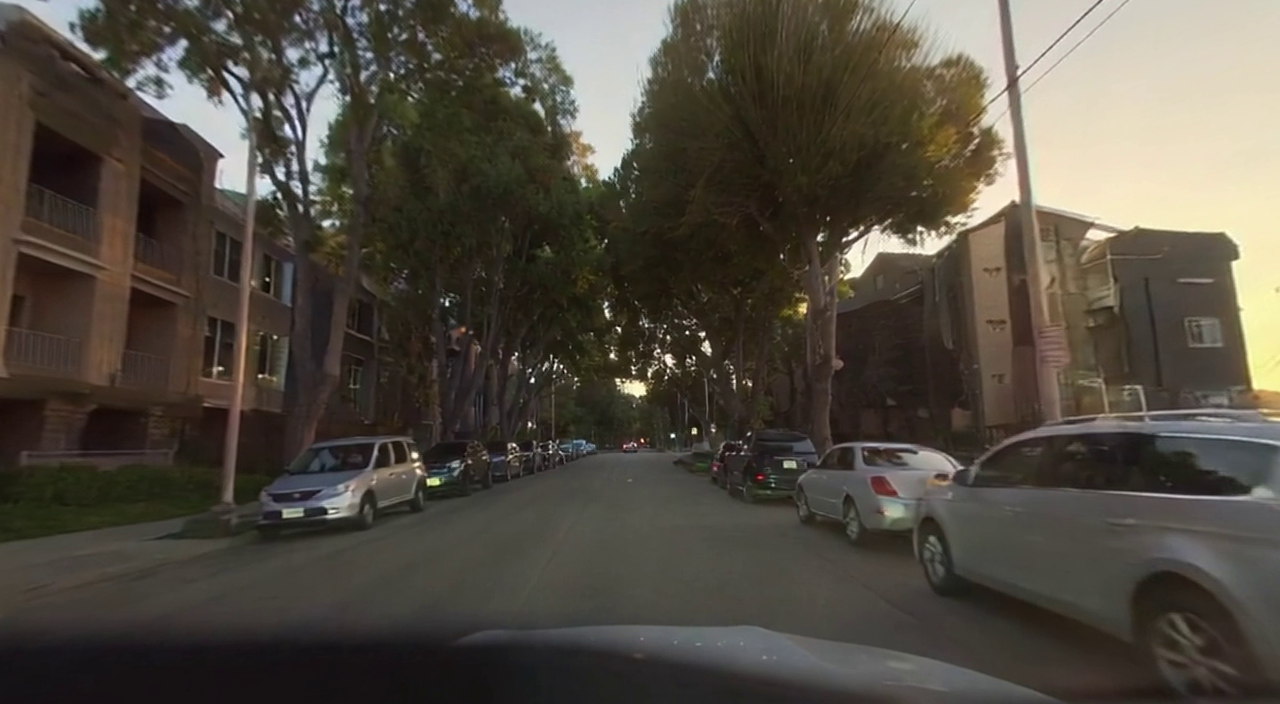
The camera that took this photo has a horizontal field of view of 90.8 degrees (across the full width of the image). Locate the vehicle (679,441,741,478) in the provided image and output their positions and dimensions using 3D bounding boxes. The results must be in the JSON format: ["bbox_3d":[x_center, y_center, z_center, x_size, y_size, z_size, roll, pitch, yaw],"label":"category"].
[{"bbox_3d":[3.160,4.951,29.377,2.007,1.545,4.562,1,-8,-5],"label":"vehicle"}]

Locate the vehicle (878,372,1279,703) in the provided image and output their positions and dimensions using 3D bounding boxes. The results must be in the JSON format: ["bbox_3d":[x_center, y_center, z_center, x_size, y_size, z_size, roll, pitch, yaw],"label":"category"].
[{"bbox_3d":[3.451,1.197,4.183,1.964,1.646,4.543,2,-8,0],"label":"vehicle"}]

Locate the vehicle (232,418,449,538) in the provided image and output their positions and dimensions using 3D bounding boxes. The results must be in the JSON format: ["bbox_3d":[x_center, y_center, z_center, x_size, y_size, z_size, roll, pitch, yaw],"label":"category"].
[{"bbox_3d":[-5.453,2.342,12.412,2.069,1.881,4.697,0,-8,-2],"label":"vehicle"}]

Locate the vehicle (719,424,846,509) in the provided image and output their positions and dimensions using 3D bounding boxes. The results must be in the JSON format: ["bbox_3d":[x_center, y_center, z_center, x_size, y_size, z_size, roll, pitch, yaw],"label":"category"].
[{"bbox_3d":[3.417,2.854,16.195,2.024,1.825,4.684,0,-8,-2],"label":"vehicle"}]
